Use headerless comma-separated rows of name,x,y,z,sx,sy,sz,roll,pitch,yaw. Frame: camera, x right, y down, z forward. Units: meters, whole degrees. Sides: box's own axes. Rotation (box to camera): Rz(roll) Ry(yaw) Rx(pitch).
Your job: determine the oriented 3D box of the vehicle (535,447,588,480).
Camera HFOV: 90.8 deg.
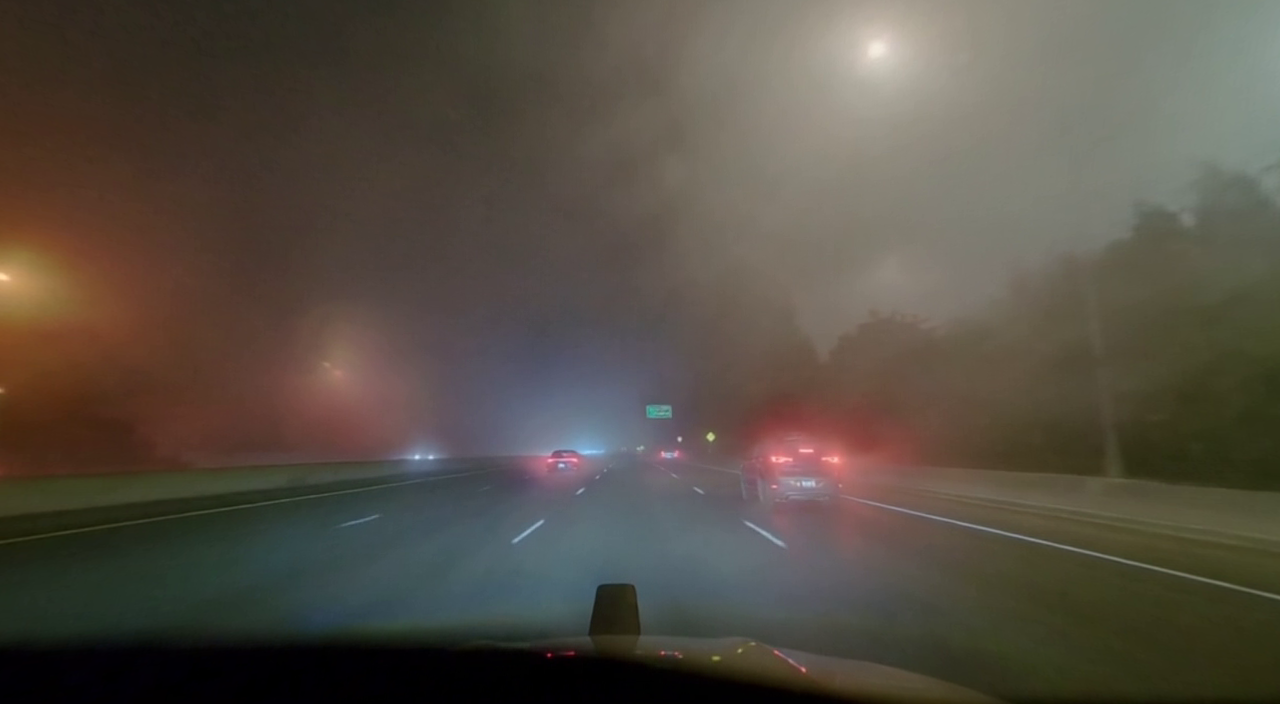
vehicle,-3.771,5.442,31.177,2.037,1.514,4.335,0,-9,0
